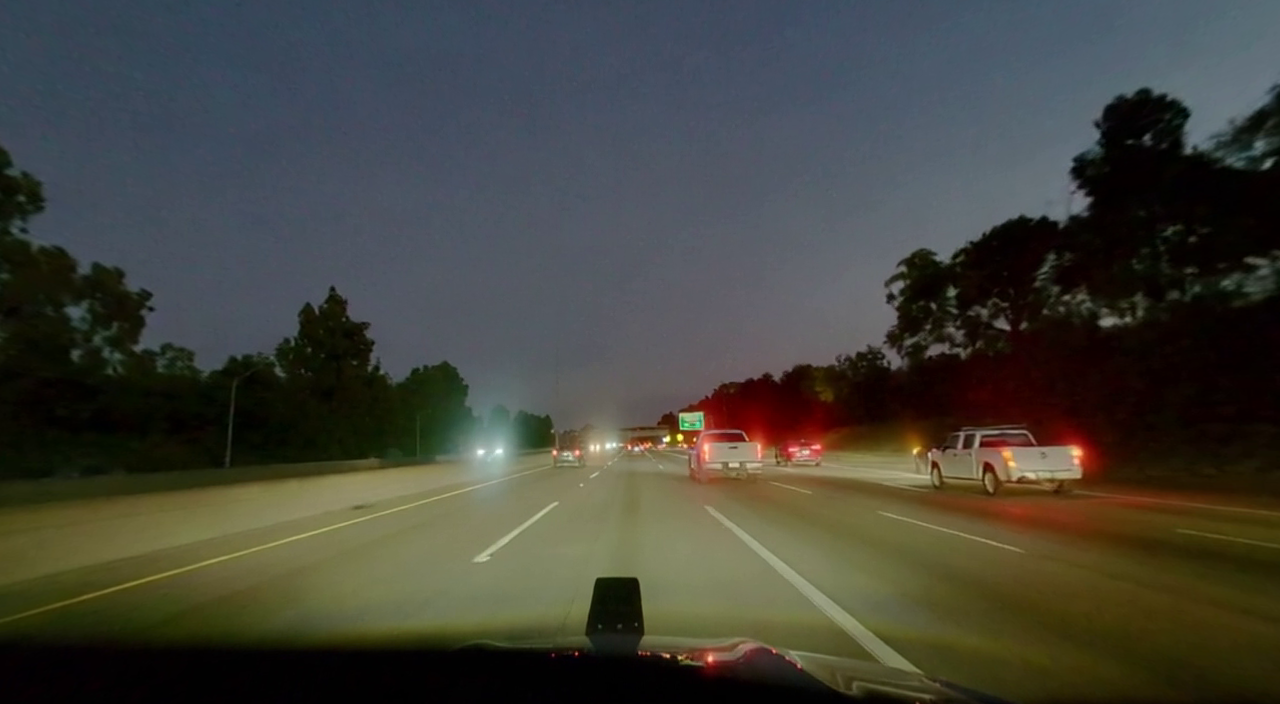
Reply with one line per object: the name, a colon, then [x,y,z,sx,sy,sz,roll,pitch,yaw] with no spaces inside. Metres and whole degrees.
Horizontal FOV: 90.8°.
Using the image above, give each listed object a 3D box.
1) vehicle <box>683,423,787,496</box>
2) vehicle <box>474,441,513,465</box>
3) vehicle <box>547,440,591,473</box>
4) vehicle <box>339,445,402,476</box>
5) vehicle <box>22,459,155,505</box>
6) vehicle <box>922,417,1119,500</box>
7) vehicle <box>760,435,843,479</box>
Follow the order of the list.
vehicle: [2.636,3.208,19.197,2.200,1.870,5.649,0,-9,-1]
vehicle: [-9.008,6.248,39.072,1.669,1.420,3.479,-1,-9,-1]
vehicle: [-3.883,5.781,35.144,1.992,1.651,4.185,0,-9,0]
vehicle: [-12.273,4.937,28.952,1.428,1.305,3.191,0,-8,0]
vehicle: [-18.745,4.396,21.664,1.529,1.344,3.314,0,-9,-1]
vehicle: [9.907,2.829,17.115,2.046,1.873,5.131,0,-9,-1]
vehicle: [6.534,4.317,26.198,2.105,1.655,4.652,0,-9,-1]
